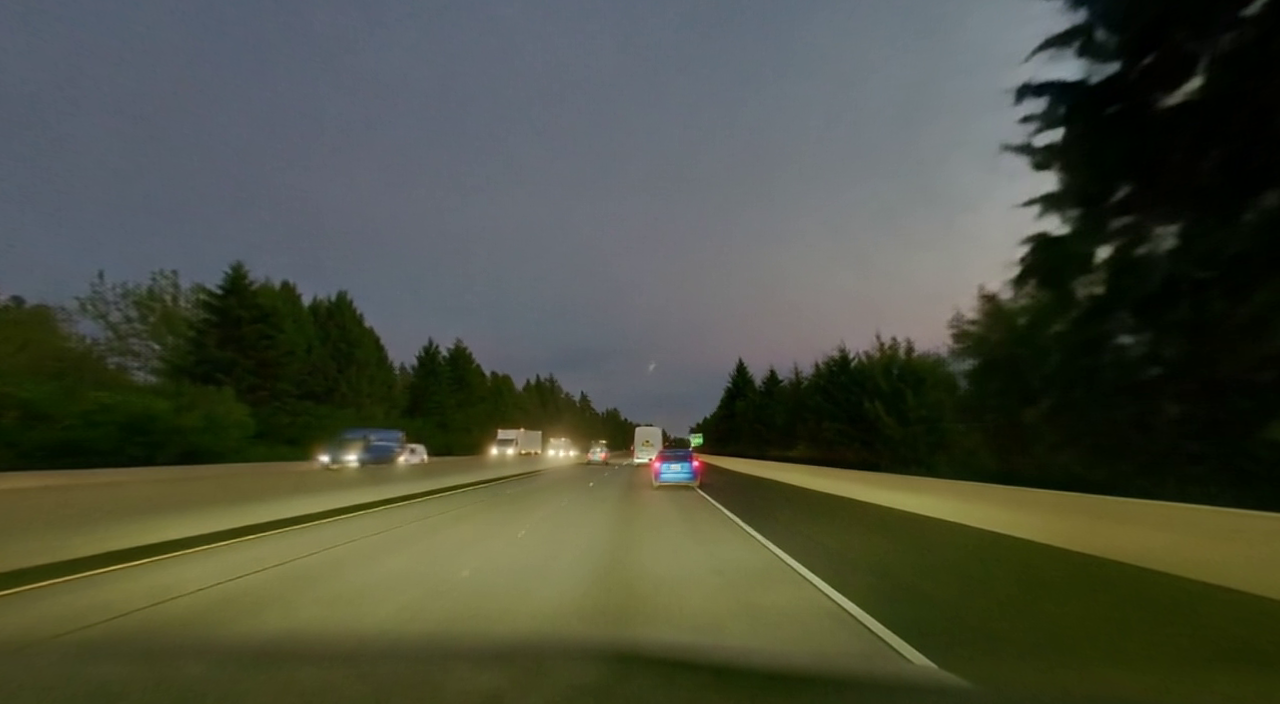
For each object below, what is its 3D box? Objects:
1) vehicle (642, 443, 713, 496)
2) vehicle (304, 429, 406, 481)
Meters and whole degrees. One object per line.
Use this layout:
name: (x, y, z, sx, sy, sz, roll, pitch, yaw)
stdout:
vehicle: (1.069, 3.643, 19.904, 2.012, 1.485, 3.649, 0, -9, 0)
vehicle: (-16.683, 6.089, 37.535, 2.484, 2.759, 7.316, 0, -9, 1)
